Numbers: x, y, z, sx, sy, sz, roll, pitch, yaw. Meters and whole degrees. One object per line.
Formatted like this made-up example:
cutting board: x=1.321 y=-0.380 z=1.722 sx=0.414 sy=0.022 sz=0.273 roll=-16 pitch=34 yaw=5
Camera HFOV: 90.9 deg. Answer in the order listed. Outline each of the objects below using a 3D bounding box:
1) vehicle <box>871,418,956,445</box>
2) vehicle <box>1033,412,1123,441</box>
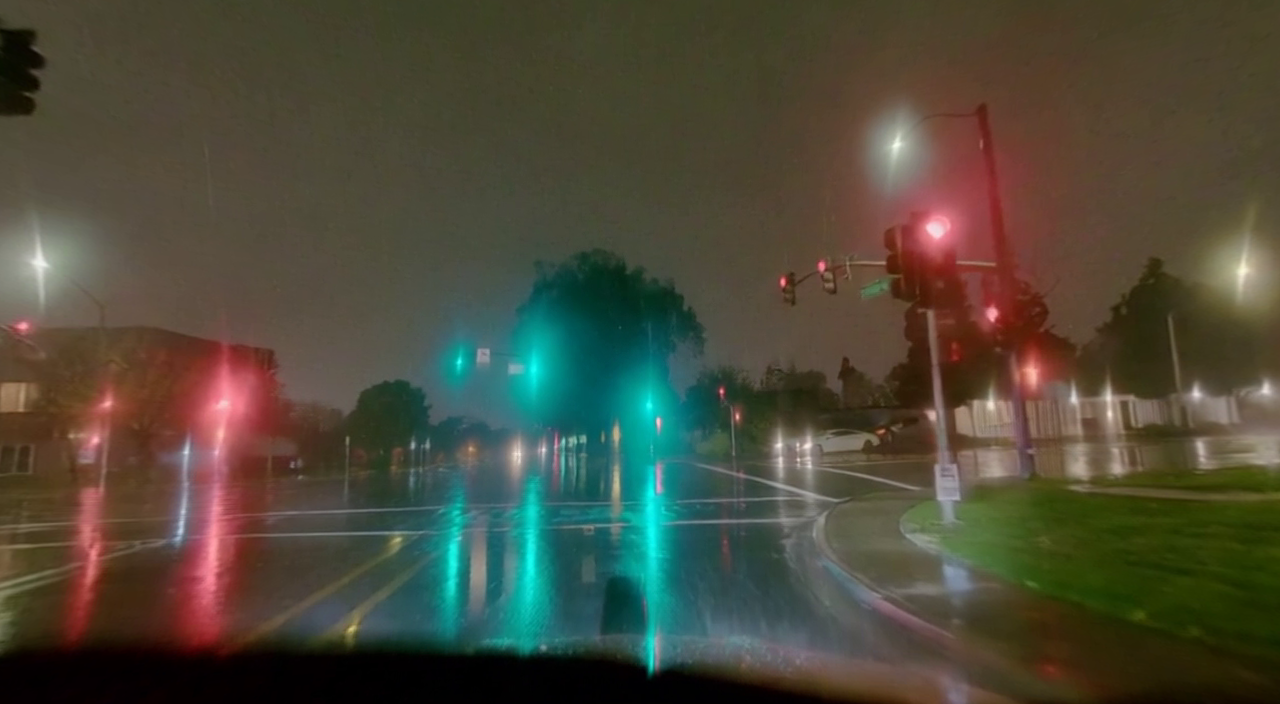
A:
vehicle: x=18.053 y=5.286 z=41.746 sx=4.681 sy=1.712 sz=1.976 roll=0 pitch=-8 yaw=-4
vehicle: x=29.649 y=5.083 z=42.729 sx=4.605 sy=1.823 sz=2.006 roll=1 pitch=-9 yaw=-4
